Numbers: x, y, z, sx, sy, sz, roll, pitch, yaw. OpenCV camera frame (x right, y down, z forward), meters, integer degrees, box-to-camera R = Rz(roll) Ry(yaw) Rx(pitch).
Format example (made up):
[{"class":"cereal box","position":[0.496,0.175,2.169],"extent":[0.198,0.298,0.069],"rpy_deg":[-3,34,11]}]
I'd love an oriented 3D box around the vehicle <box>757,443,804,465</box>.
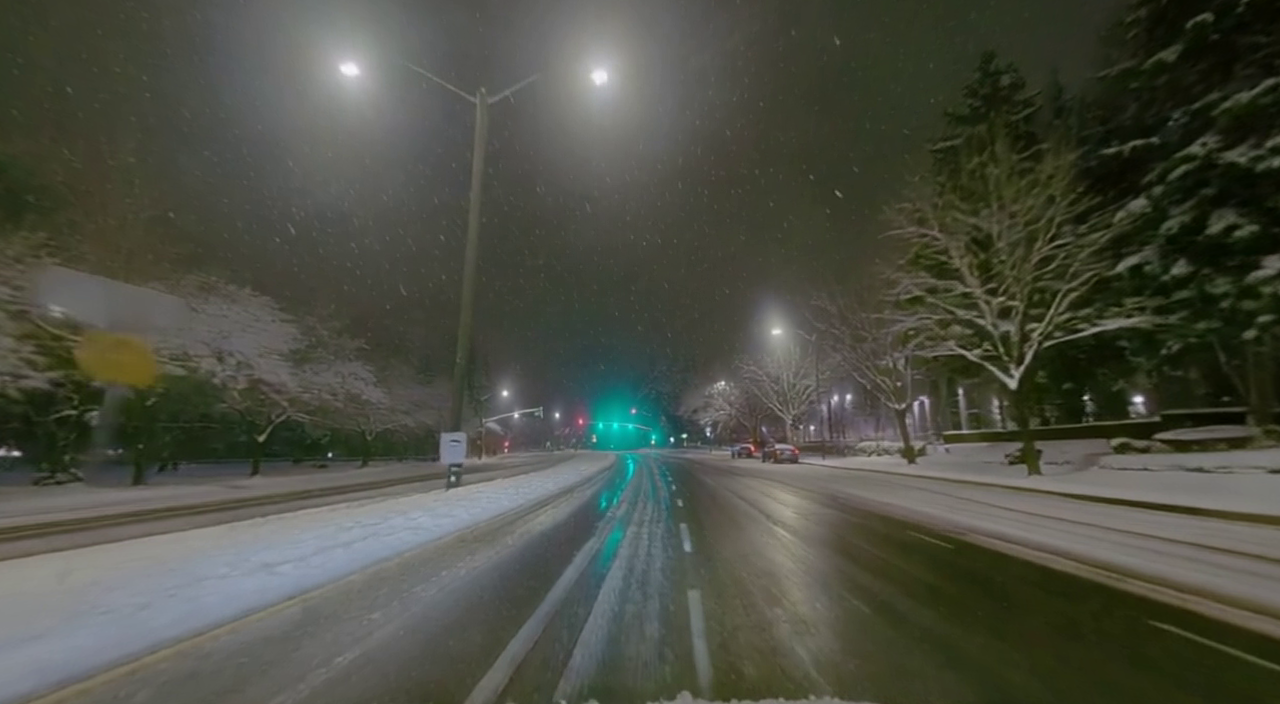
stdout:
[{"class":"vehicle","position":[10.486,7.656,47.555],"extent":[2.109,1.533,5.664],"rpy_deg":[0,-9,-1]}]
